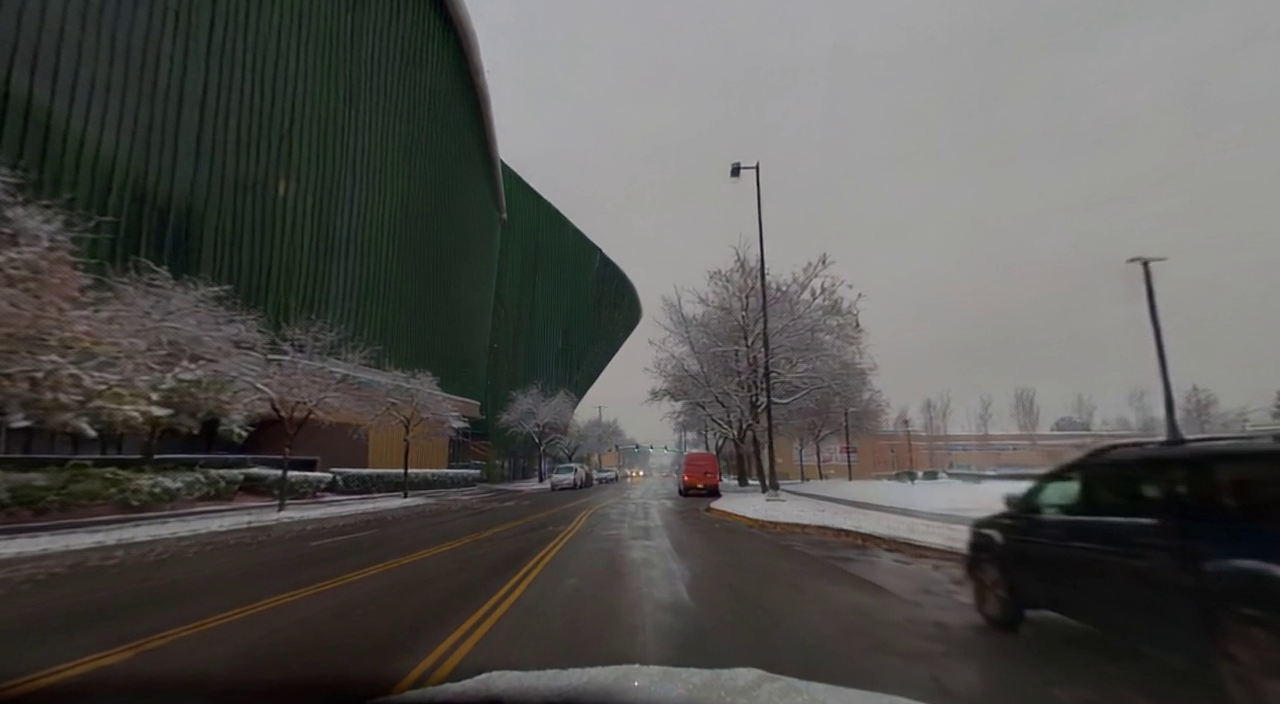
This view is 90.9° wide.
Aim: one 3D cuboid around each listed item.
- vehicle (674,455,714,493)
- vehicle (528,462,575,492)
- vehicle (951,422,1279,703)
[{"bbox_3d":[3.003,6.959,36.093,2.064,2.010,4.791,0,-10,2],"label":"vehicle"},{"bbox_3d":[-5.883,8.366,42.442,2.043,1.778,4.602,-3,-10,6],"label":"vehicle"},{"bbox_3d":[3.564,1.216,3.502,1.899,1.470,3.666,0,-10,3],"label":"vehicle"}]
